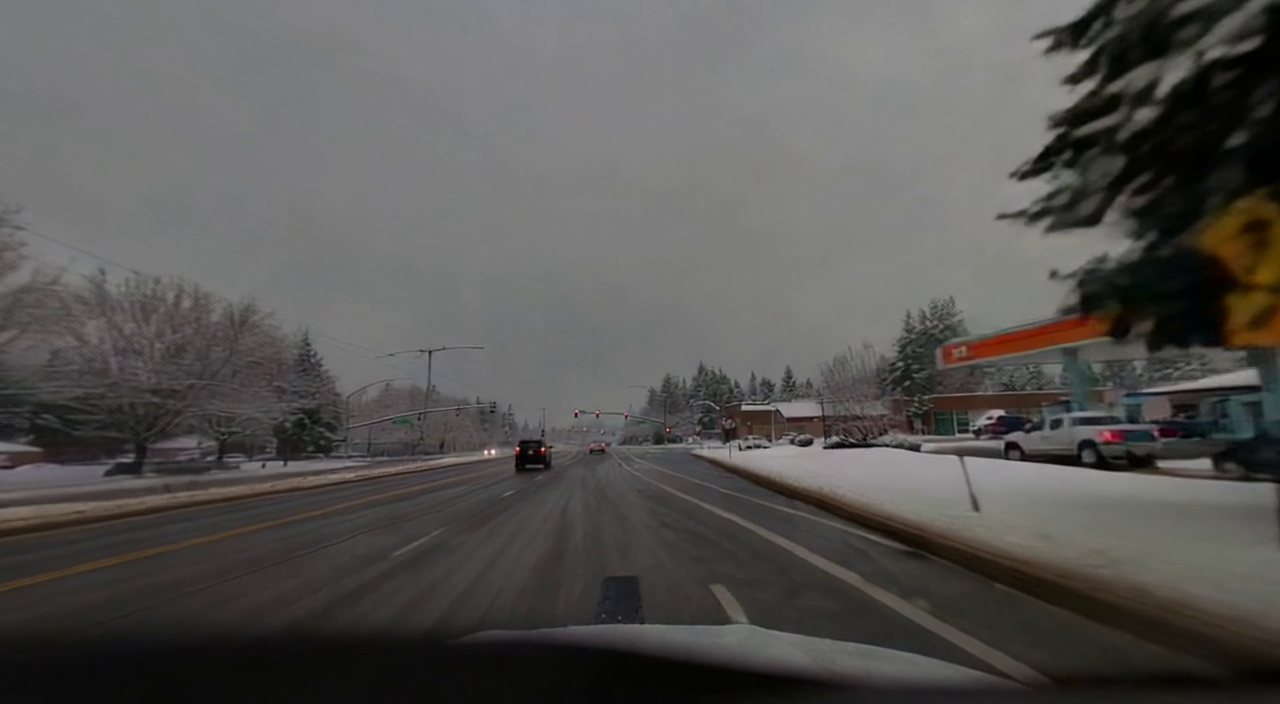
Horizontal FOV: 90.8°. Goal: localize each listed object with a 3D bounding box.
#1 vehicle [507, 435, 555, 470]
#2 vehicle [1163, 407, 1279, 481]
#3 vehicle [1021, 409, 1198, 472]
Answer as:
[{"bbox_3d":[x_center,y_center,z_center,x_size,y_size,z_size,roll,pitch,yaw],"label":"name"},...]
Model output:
[{"bbox_3d":[-5.828,5.401,34.219,1.985,1.772,4.479,0,-8,-2],"label":"vehicle"},{"bbox_3d":[13.228,1.882,13.002,3.453,1.409,1.608,0,-8,0],"label":"vehicle"},{"bbox_3d":[13.496,2.575,18.364,3.562,1.693,1.876,0,-8,1],"label":"vehicle"}]
